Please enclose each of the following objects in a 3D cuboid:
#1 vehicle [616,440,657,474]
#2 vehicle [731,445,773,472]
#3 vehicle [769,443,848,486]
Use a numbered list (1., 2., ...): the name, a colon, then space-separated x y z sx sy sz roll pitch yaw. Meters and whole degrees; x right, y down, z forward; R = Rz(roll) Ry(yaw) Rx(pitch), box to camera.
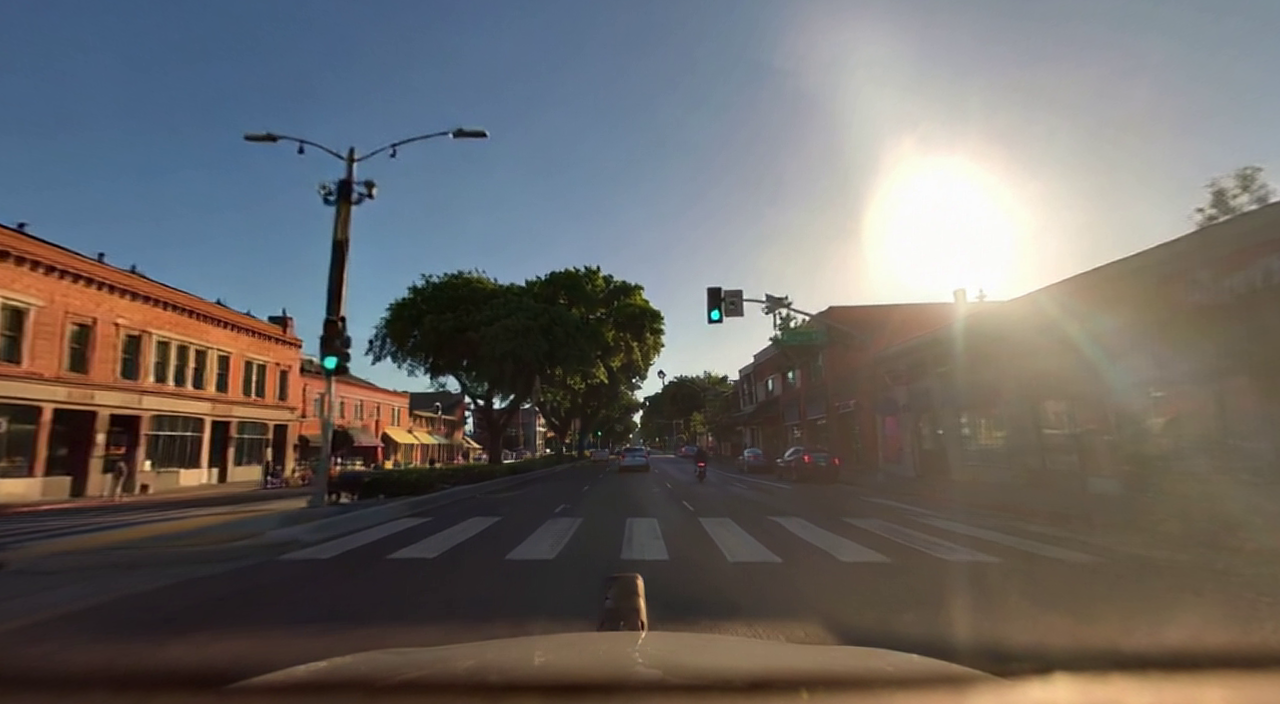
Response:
1. vehicle: -0.252 5.922 35.839 2.223 1.775 4.250 0 -9 -2
2. vehicle: 6.924 6.600 39.333 1.785 1.586 3.896 0 -9 -2
3. vehicle: 6.807 4.588 26.033 2.069 1.590 4.066 0 -9 -1
